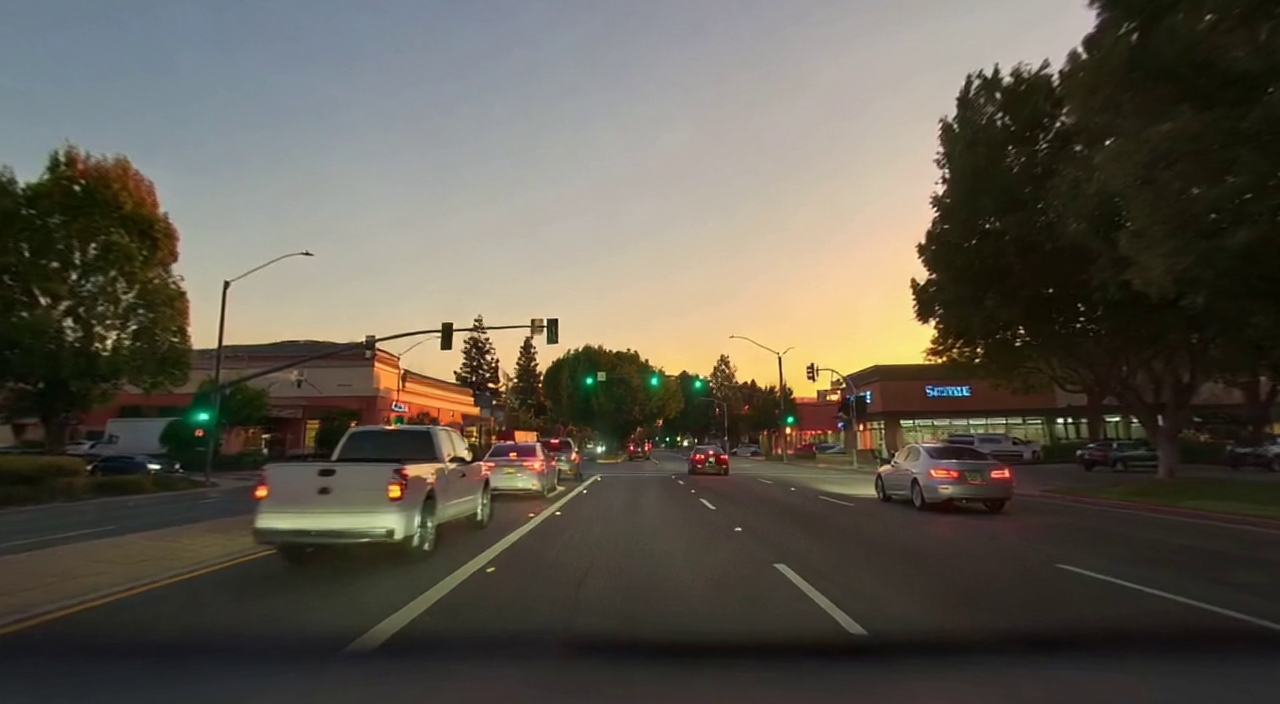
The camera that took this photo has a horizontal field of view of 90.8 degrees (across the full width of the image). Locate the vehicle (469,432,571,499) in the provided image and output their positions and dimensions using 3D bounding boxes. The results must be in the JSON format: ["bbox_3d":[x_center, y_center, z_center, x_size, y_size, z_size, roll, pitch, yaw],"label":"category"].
[{"bbox_3d":[-3.384,3.313,18.837,2.118,1.721,4.464,0,-8,1],"label":"vehicle"}]

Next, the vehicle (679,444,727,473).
[{"bbox_3d":[3.389,5.775,34.579,2.099,1.463,4.365,0,-8,-1],"label":"vehicle"}]

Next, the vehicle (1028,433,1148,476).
[{"bbox_3d":[19.396,4.388,27.325,4.688,1.713,2.308,5,-10,-29],"label":"vehicle"}]

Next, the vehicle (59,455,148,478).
[{"bbox_3d":[-35.991,7.678,42.445,4.178,1.449,1.875,0,-8,-3],"label":"vehicle"}]

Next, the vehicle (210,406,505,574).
[{"bbox_3d":[-3.569,1.840,9.235,2.189,1.808,4.563,0,-8,0],"label":"vehicle"}]

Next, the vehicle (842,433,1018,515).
[{"bbox_3d":[6.706,2.845,15.317,2.002,1.651,4.647,0,-8,0],"label":"vehicle"}]

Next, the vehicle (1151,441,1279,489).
[{"bbox_3d":[19.354,3.698,21.035,4.230,1.441,1.935,4,-9,-26],"label":"vehicle"}]
